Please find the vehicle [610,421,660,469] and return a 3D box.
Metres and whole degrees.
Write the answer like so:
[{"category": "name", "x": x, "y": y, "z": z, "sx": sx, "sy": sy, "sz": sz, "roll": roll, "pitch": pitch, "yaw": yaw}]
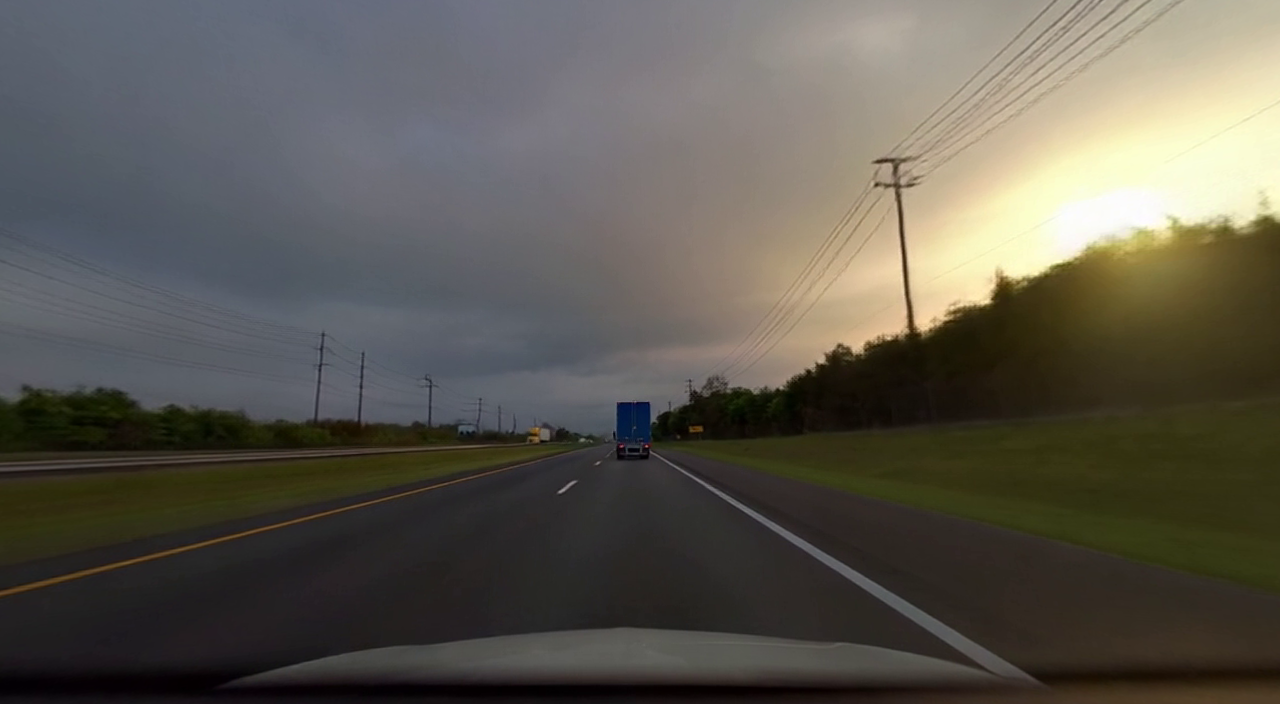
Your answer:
[{"category": "vehicle", "x": -0.318, "y": 4.487, "z": 30.595, "sx": 2.240, "sy": 2.129, "sz": 4.480, "roll": 0, "pitch": -8, "yaw": -2}]
